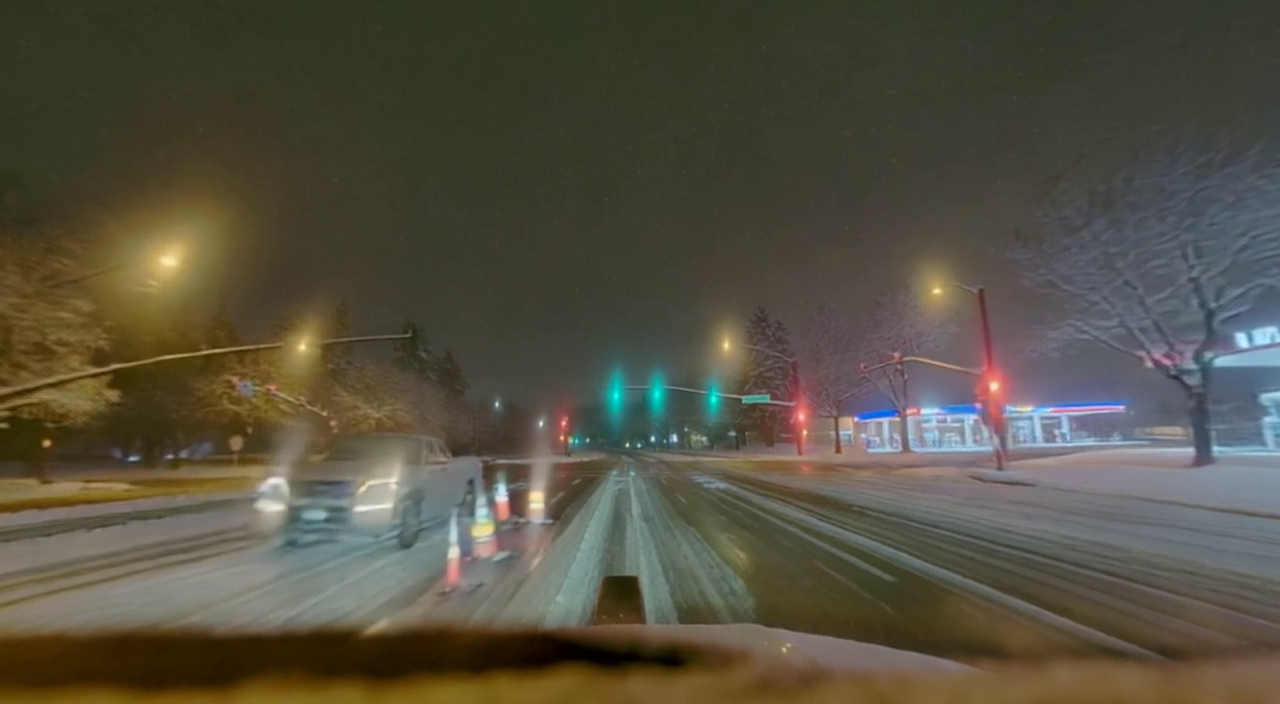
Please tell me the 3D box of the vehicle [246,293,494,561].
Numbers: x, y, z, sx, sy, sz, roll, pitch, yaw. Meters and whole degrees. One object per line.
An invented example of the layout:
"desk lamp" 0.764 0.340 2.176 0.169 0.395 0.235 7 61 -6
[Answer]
"vehicle" -3.995 1.157 10.130 2.637 3.576 3.006 -1 -7 -1
